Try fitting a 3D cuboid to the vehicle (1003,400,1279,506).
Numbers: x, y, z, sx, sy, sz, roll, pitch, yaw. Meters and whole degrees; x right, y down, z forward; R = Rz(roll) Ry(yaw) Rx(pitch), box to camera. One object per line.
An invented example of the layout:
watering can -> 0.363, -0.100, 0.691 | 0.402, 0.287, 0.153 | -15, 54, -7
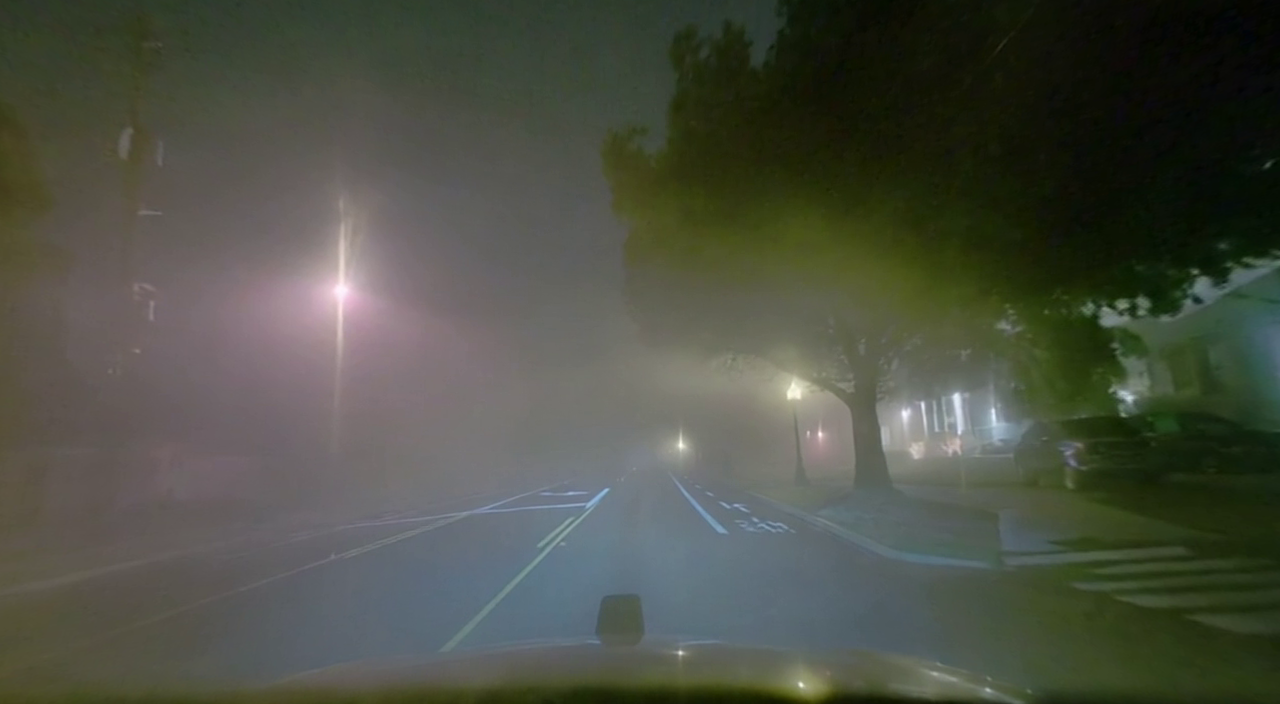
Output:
vehicle -> 10.971, 2.158, 13.589 | 2.187, 1.786, 5.323 | 3, -9, -16
